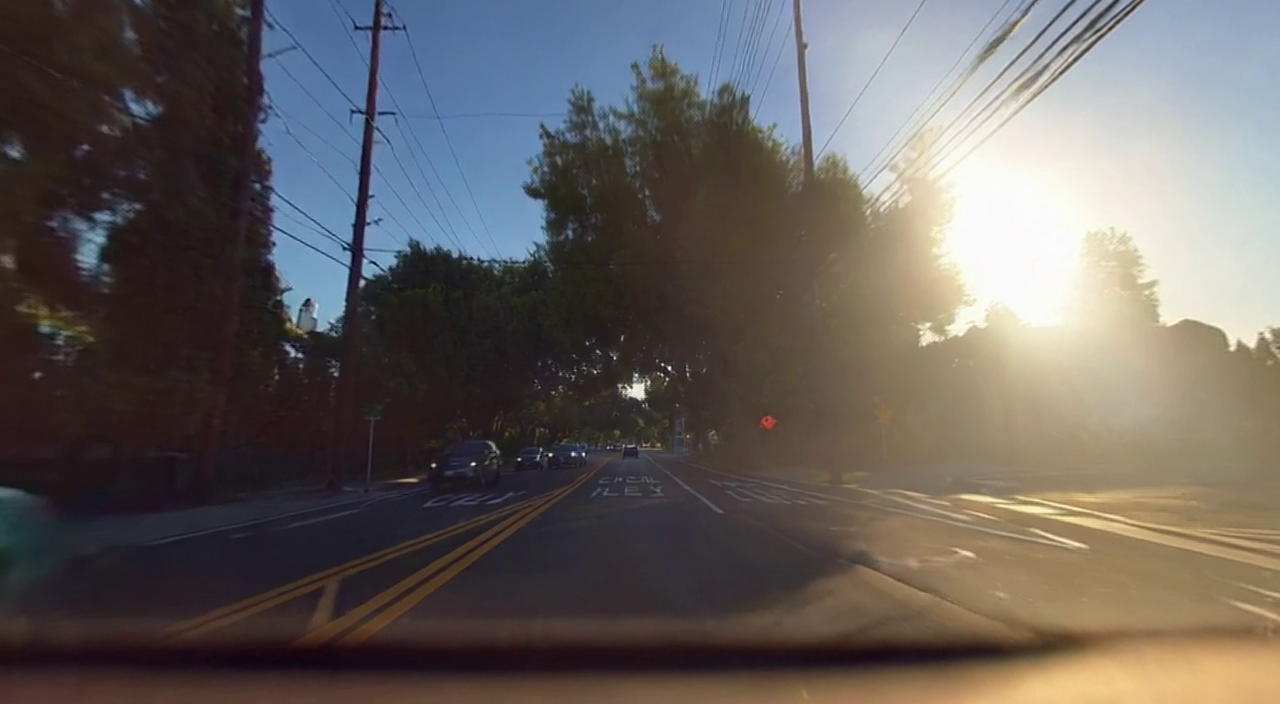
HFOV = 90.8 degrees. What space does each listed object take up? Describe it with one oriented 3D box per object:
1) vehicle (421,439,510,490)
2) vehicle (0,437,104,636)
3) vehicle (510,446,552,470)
[{"bbox_3d":[-6.396,4.169,23.800,2.157,1.711,4.460,0,-9,-1],"label":"vehicle"},{"bbox_3d":[-5.789,1.171,3.317,2.043,1.484,4.532,0,-9,-2],"label":"vehicle"},{"bbox_3d":[-7.237,7.058,42.348,2.056,1.516,4.386,0,-9,0],"label":"vehicle"}]
